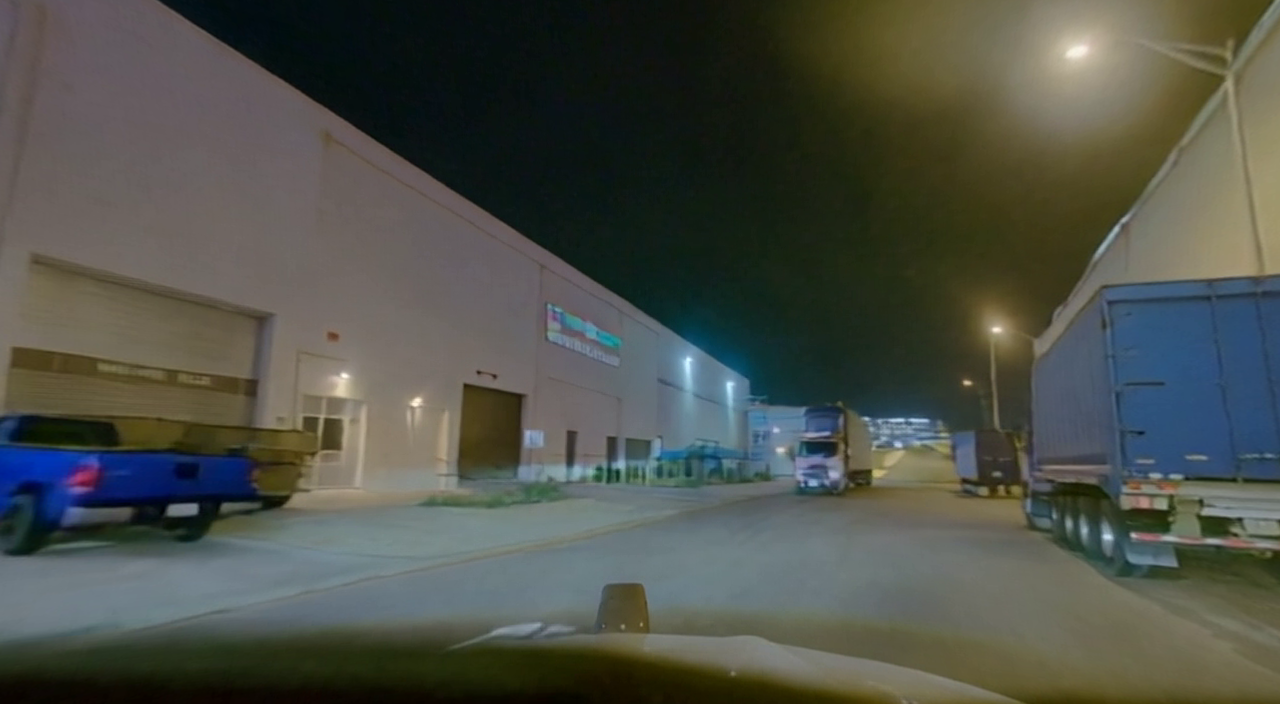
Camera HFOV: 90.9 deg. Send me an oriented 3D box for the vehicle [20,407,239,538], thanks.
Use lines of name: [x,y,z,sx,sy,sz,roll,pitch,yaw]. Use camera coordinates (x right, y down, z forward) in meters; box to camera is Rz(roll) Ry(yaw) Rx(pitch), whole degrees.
vehicle: [-14.011,3.029,17.201,6.271,3.004,2.298,-3,-6,29]

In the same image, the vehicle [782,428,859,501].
vehicle: [11.933,7.245,41.159,3.111,4.217,7.722,-5,-10,26]

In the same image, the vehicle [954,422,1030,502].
vehicle: [23.731,7.408,43.155,3.132,4.690,11.286,-5,-10,23]

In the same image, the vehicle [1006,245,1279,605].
vehicle: [10.494,1.708,13.473,2.966,4.658,11.455,-5,-10,23]
